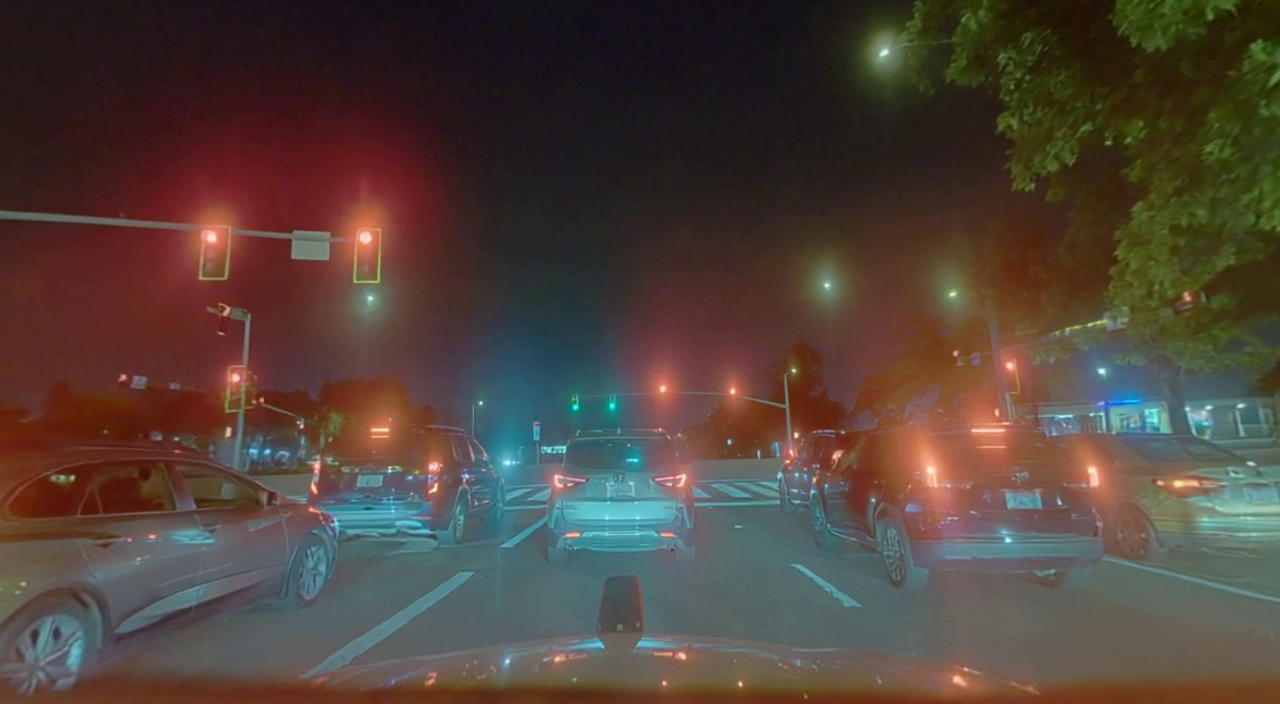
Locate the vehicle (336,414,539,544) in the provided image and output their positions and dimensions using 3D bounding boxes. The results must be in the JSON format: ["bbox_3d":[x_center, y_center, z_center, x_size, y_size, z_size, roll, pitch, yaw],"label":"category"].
[{"bbox_3d":[-3.213,2.115,11.157,2.048,1.805,4.405,0,-8,1],"label":"vehicle"}]

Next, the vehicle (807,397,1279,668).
[{"bbox_3d":[3.247,1.443,6.199,2.006,1.659,4.462,0,-8,1],"label":"vehicle"}]

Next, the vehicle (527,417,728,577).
[{"bbox_3d":[-0.100,1.801,8.555,2.106,1.655,3.717,0,-8,1],"label":"vehicle"}]

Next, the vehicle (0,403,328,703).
[{"bbox_3d":[-3.346,0.947,2.363,1.863,1.495,4.667,0,-8,2],"label":"vehicle"}]
